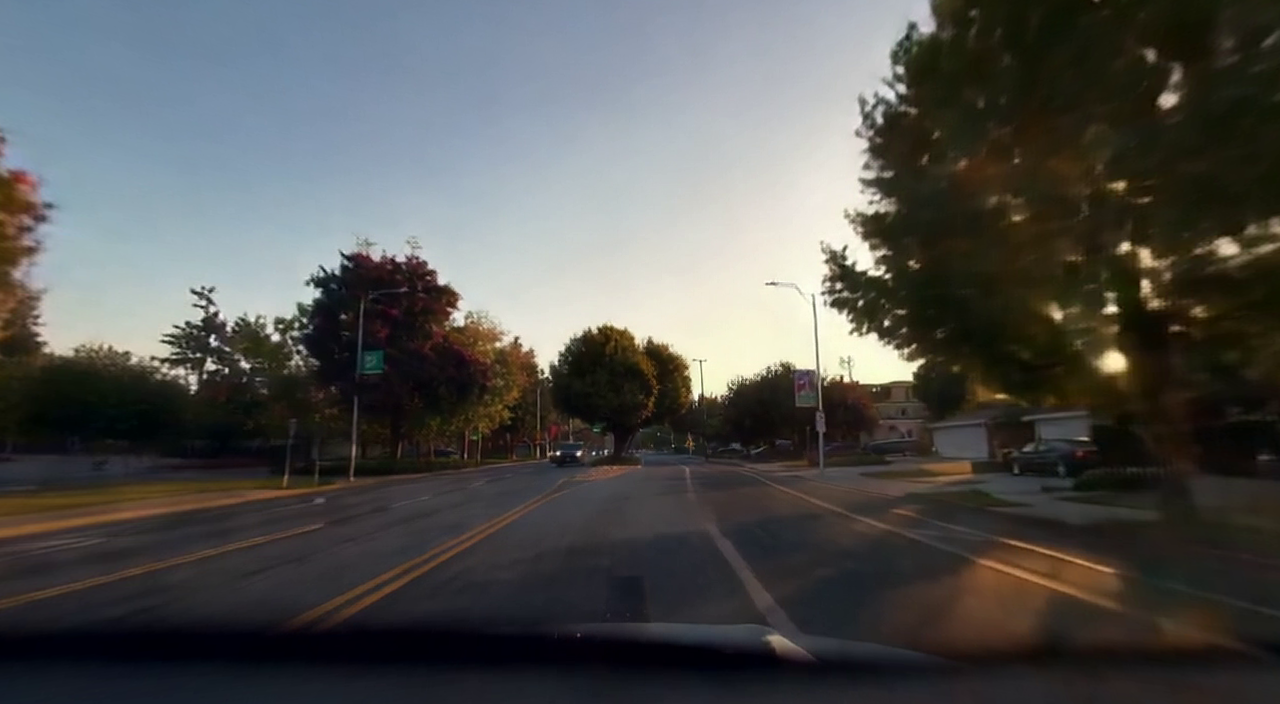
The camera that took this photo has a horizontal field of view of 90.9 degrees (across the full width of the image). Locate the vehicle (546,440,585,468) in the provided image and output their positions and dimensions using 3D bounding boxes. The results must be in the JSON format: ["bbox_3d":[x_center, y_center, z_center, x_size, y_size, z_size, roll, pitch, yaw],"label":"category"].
[{"bbox_3d":[-5.054,7.034,43.584,2.128,1.753,4.516,0,-9,0],"label":"vehicle"}]

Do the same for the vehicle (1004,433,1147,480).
[{"bbox_3d":[15.815,3.821,23.220,1.901,1.547,4.411,0,-9,-4],"label":"vehicle"}]
